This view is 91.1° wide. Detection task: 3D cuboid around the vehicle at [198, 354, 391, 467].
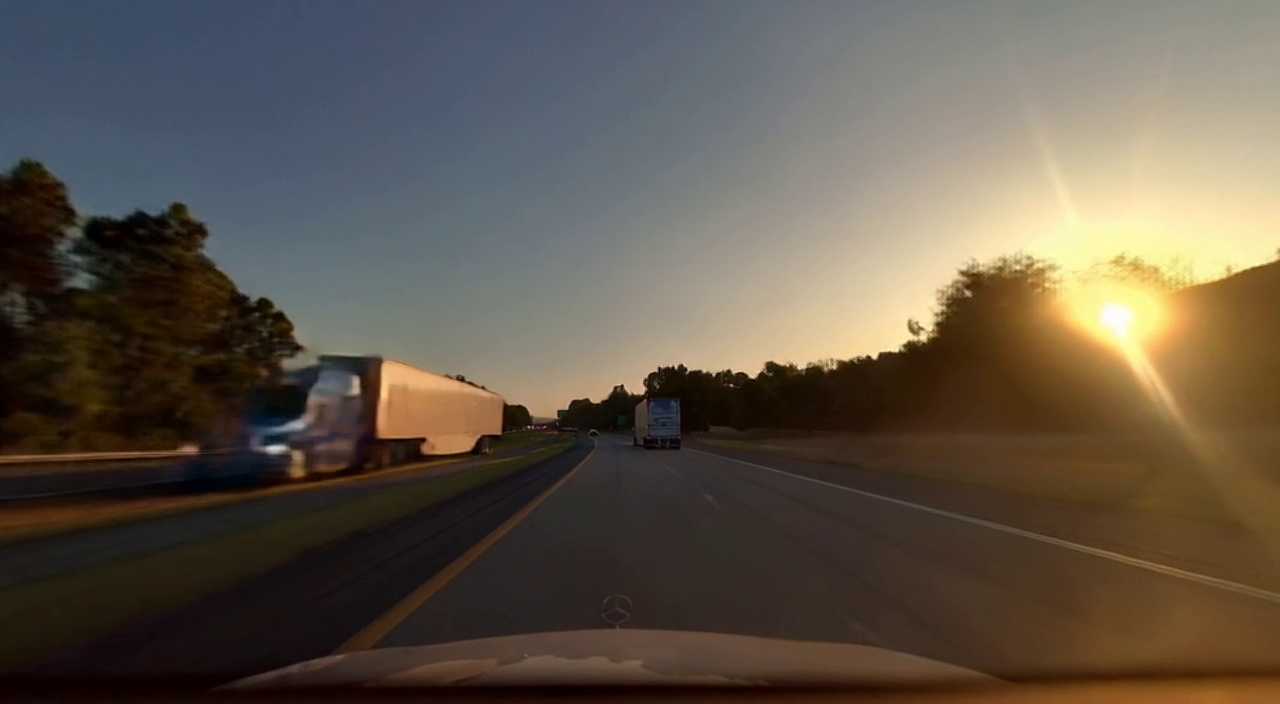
[{"bbox_3d":[-12.067,2.288,23.083,2.809,3.434,7.669,0,-8,-2],"label":"vehicle"}]
